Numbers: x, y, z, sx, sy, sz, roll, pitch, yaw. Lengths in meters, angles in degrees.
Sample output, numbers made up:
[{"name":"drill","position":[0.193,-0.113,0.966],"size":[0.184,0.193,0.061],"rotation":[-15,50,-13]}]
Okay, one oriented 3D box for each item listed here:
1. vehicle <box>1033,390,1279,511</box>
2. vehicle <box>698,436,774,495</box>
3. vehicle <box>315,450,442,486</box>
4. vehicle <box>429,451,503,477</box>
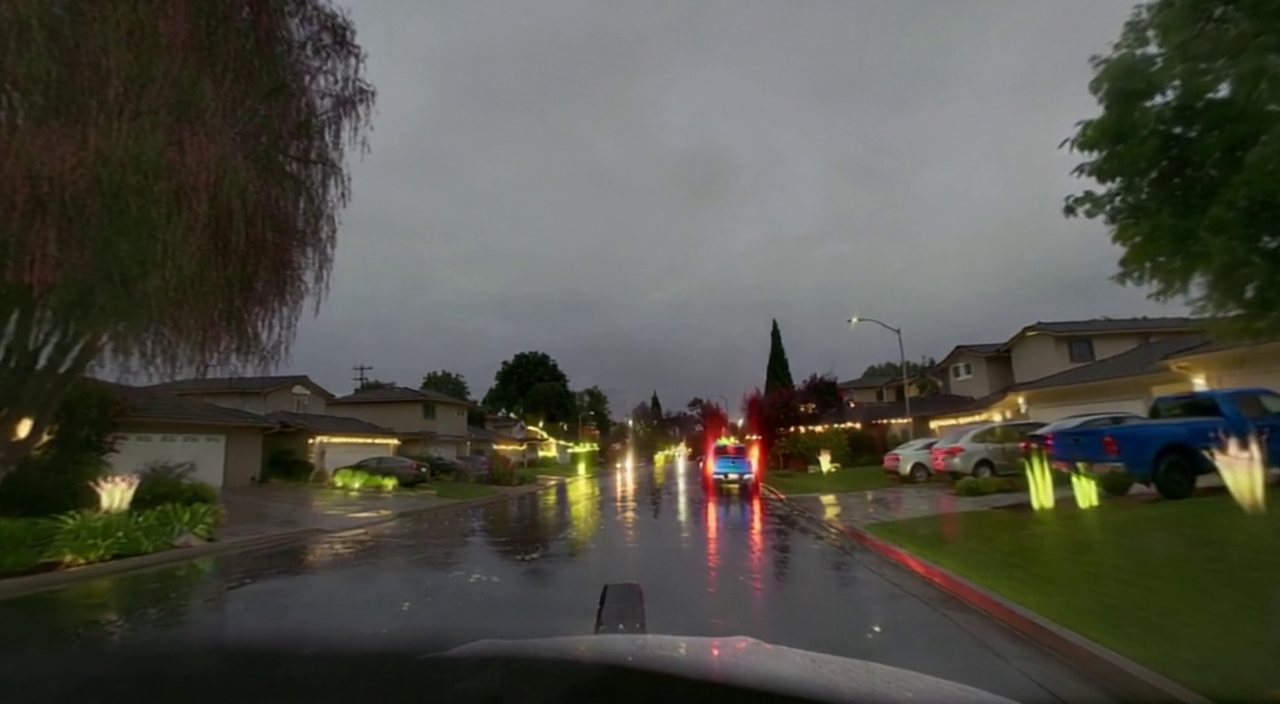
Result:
[{"name":"vehicle","position":[9.592,1.559,10.573],"size":[4.554,1.515,1.858],"rotation":[-8,-9,8]},{"name":"vehicle","position":[3.723,4.366,24.869],"size":[2.552,2.024,5.414],"rotation":[-2,-8,8]},{"name":"vehicle","position":[-11.612,5.187,28.263],"size":[4.916,1.485,1.807],"rotation":[-1,-8,3]},{"name":"vehicle","position":[-11.462,7.406,41.798],"size":[4.319,1.605,1.770],"rotation":[-1,-8,1]}]
